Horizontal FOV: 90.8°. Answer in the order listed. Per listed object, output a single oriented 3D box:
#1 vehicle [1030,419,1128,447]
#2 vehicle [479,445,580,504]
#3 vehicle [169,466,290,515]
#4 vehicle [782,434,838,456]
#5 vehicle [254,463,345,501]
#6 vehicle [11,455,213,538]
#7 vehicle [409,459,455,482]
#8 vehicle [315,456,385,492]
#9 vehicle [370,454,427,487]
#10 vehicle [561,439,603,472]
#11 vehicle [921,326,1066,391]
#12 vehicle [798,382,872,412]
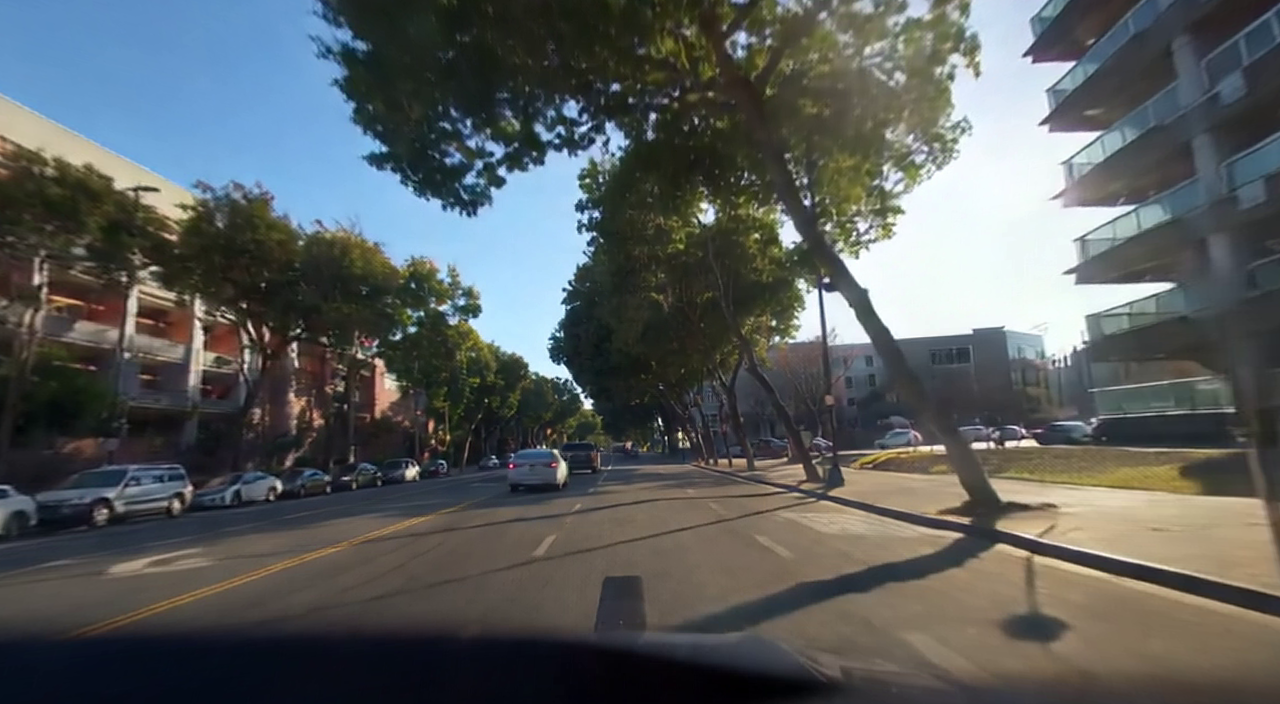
[{"bbox_3d":[25.473,4.708,36.758,4.215,1.545,1.897,0,-8,0],"label":"vehicle"},{"bbox_3d":[-2.937,3.349,17.795,2.051,1.454,4.132,0,-8,1],"label":"vehicle"},{"bbox_3d":[-15.767,5.308,24.599,1.942,1.431,4.553,-5,-9,-4],"label":"vehicle"},{"bbox_3d":[12.418,6.806,46.211,3.527,1.496,1.836,0,-8,-4],"label":"vehicle"},{"bbox_3d":[-15.953,6.100,29.941,1.871,1.485,4.573,0,-8,-2],"label":"vehicle"},{"bbox_3d":[-15.650,4.227,19.222,2.129,1.967,4.907,-4,-9,-3],"label":"vehicle"},{"bbox_3d":[-16.012,9.125,48.846,2.021,1.438,4.616,-3,-8,0],"label":"vehicle"},{"bbox_3d":[-16.230,6.811,35.615,1.897,1.805,4.538,0,-8,-3],"label":"vehicle"},{"bbox_3d":[-16.321,7.959,42.888,2.079,1.847,4.592,-5,-8,-1],"label":"vehicle"},{"bbox_3d":[-3.452,6.288,38.558,2.190,1.840,4.720,0,-8,-1],"label":"vehicle"},{"bbox_3d":[12.380,0.273,22.353,3.932,1.743,1.695,-5,-8,3],"label":"vehicle"},{"bbox_3d":[11.666,2.730,38.042,3.827,1.556,1.730,-1,-9,-1],"label":"vehicle"}]
